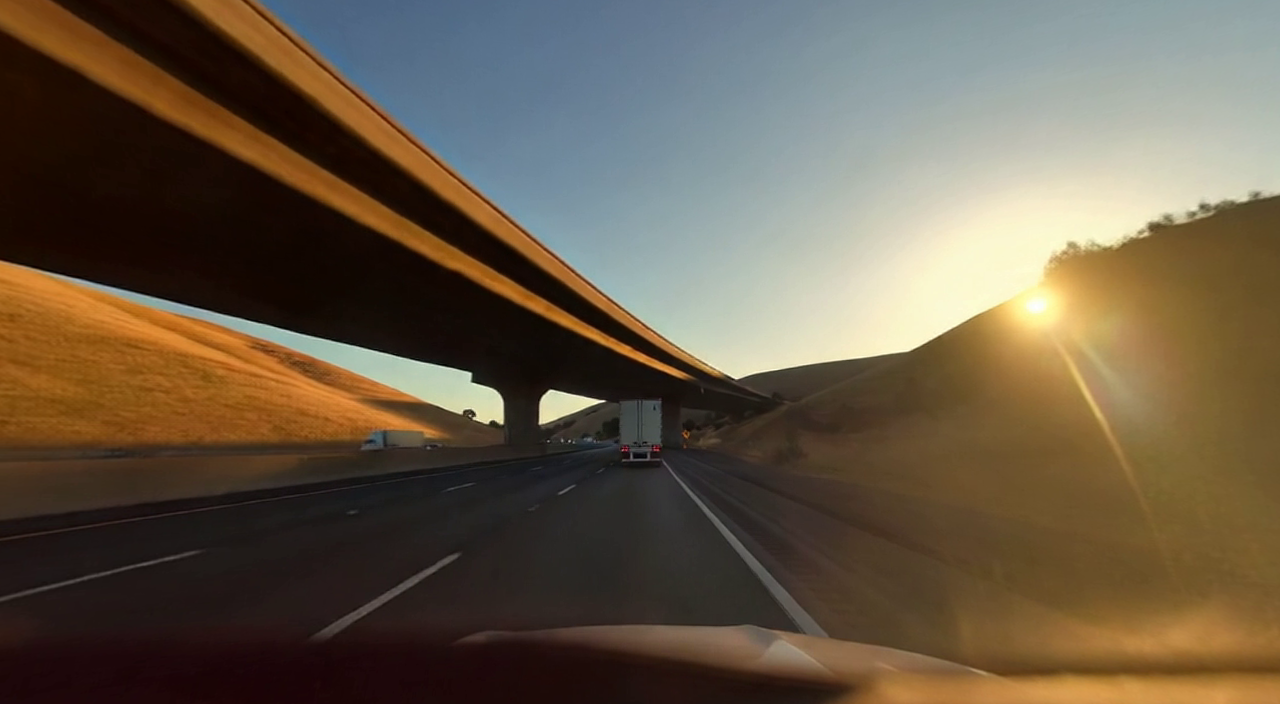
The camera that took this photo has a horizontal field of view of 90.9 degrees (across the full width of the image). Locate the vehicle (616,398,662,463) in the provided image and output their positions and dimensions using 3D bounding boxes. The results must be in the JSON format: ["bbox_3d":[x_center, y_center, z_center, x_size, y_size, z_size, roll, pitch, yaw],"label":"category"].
[{"bbox_3d":[-0.073,5.698,44.676,2.866,4.014,11.261,0,-8,0],"label":"vehicle"}]

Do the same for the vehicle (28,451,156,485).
[{"bbox_3d":[-29.047,6.143,33.741,1.919,1.637,5.291,-1,-8,3],"label":"vehicle"}]
